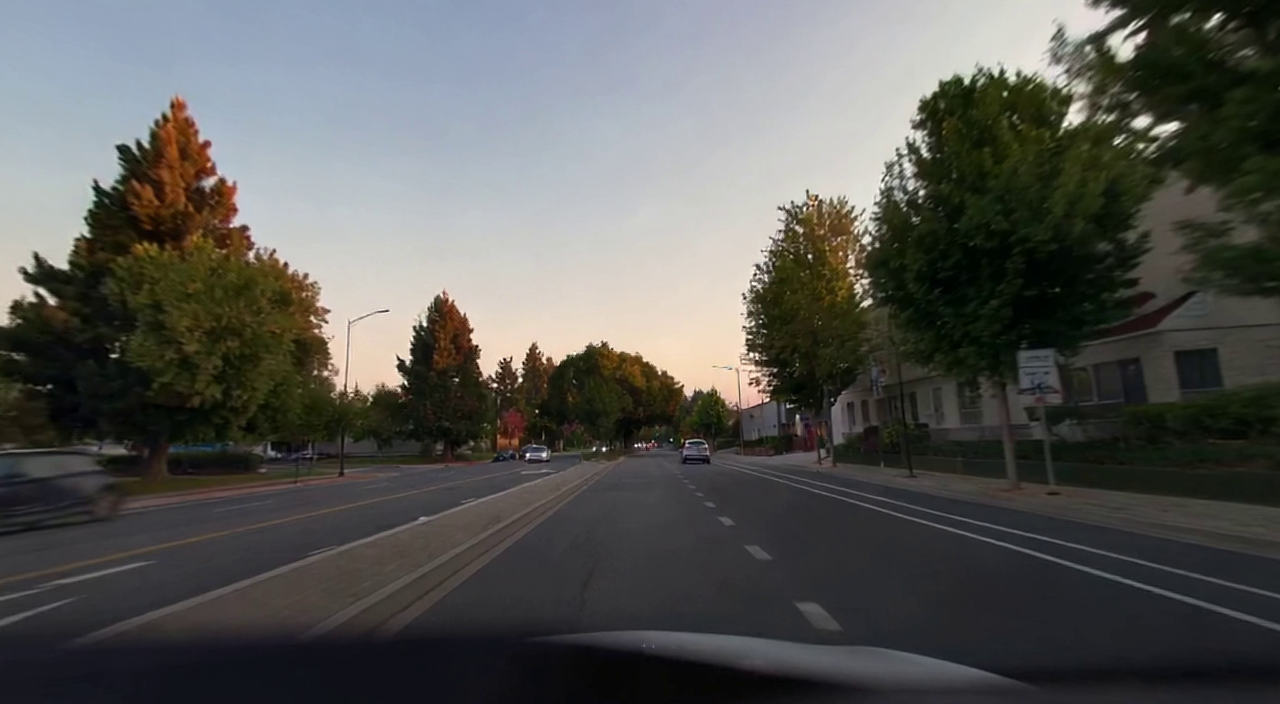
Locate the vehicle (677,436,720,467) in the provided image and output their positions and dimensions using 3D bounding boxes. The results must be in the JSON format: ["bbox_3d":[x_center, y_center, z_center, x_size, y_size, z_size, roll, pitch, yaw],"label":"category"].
[{"bbox_3d":[3.506,6.073,38.538,2.143,1.759,4.378,0,-8,-1],"label":"vehicle"}]

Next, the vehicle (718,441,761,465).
[{"bbox_3d":[6.715,6.855,42.840,2.100,1.491,4.563,0,-8,-1],"label":"vehicle"}]

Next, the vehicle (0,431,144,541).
[{"bbox_3d":[-12.043,2.415,11.529,1.998,1.870,4.747,0,-8,1],"label":"vehicle"}]
